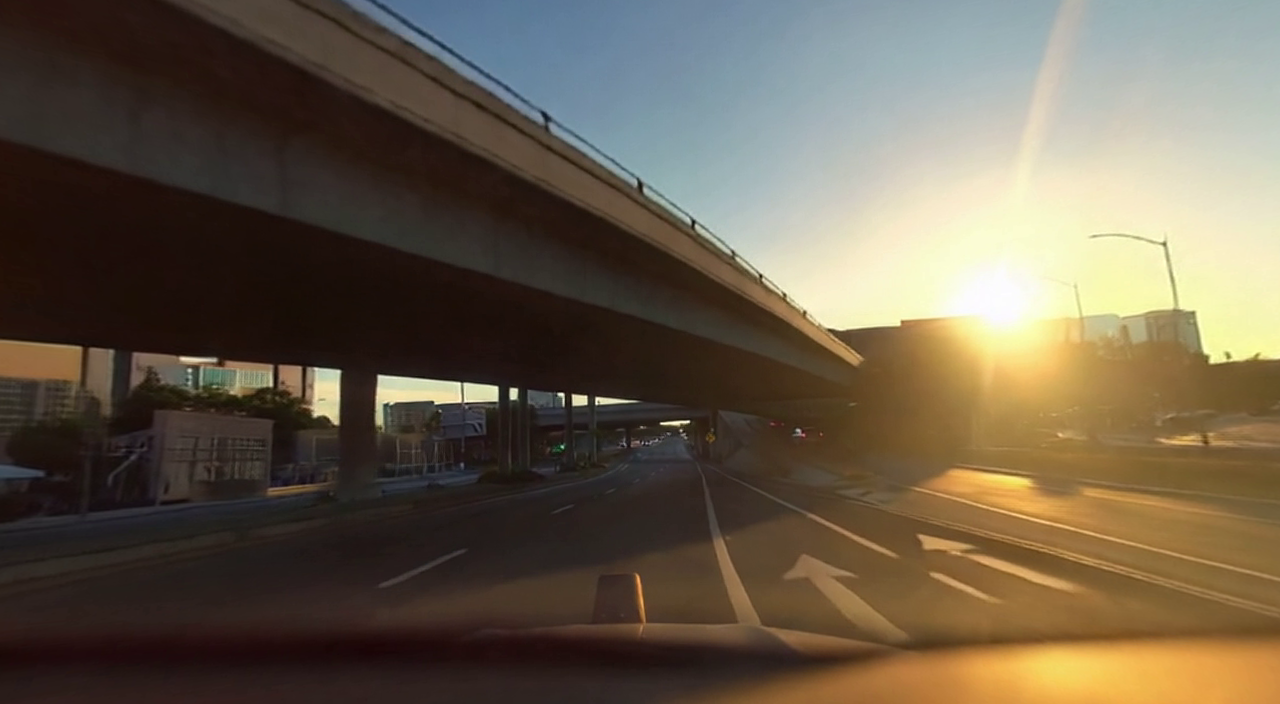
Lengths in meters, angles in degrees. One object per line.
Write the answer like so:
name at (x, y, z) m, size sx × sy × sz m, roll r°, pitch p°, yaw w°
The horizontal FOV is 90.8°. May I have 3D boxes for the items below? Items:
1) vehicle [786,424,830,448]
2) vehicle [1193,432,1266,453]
vehicle at (11.332, 5.737, 42.806) m, size 2.048 × 1.516 × 3.874 m, roll -1°, pitch -8°, yaw 2°
vehicle at (43.495, 6.708, 46.671) m, size 1.812 × 1.481 × 3.505 m, roll 1°, pitch -8°, yaw -6°
